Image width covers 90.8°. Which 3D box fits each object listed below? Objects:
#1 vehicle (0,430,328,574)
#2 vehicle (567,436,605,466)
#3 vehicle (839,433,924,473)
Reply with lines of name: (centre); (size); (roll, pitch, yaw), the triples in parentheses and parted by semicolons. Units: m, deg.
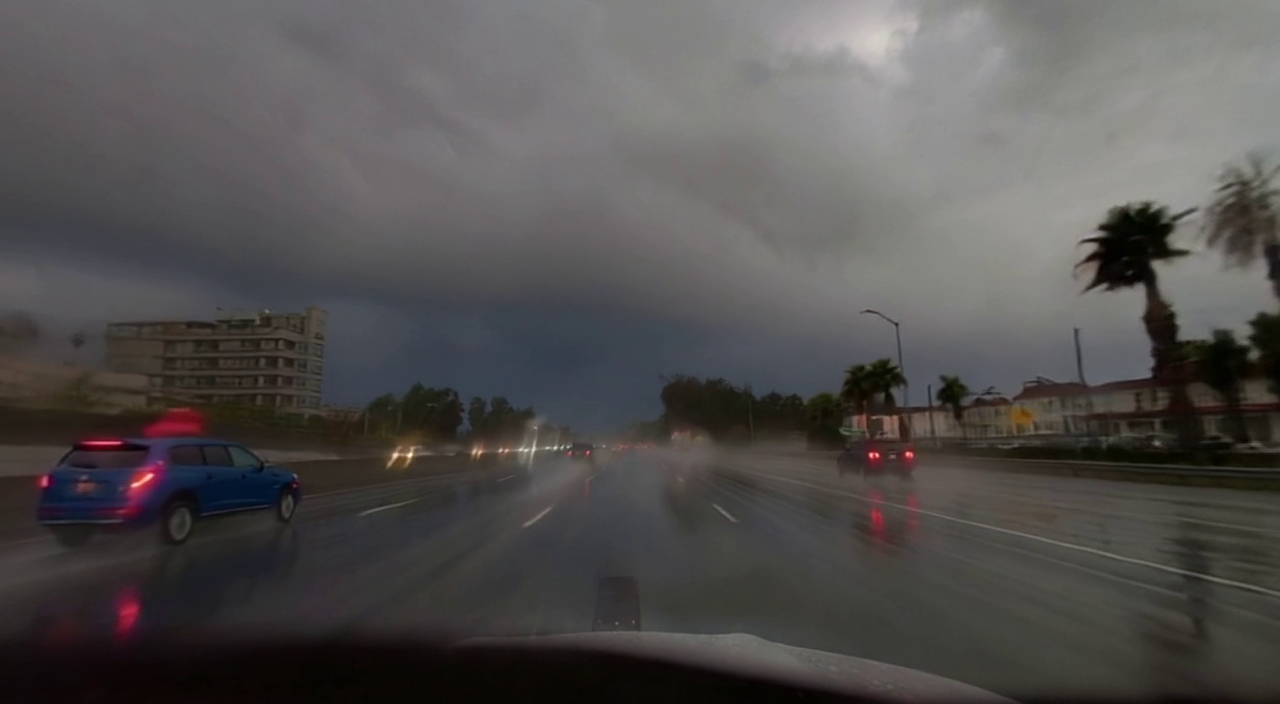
vehicle: (-6.795, 1.946, 9.104); (2.018, 1.480, 4.999); (0, -9, 0)
vehicle: (-3.754, 6.990, 44.551); (2.225, 1.967, 4.673); (0, -9, 1)
vehicle: (11.608, 4.916, 30.756); (2.168, 1.792, 4.457); (0, -9, -3)
